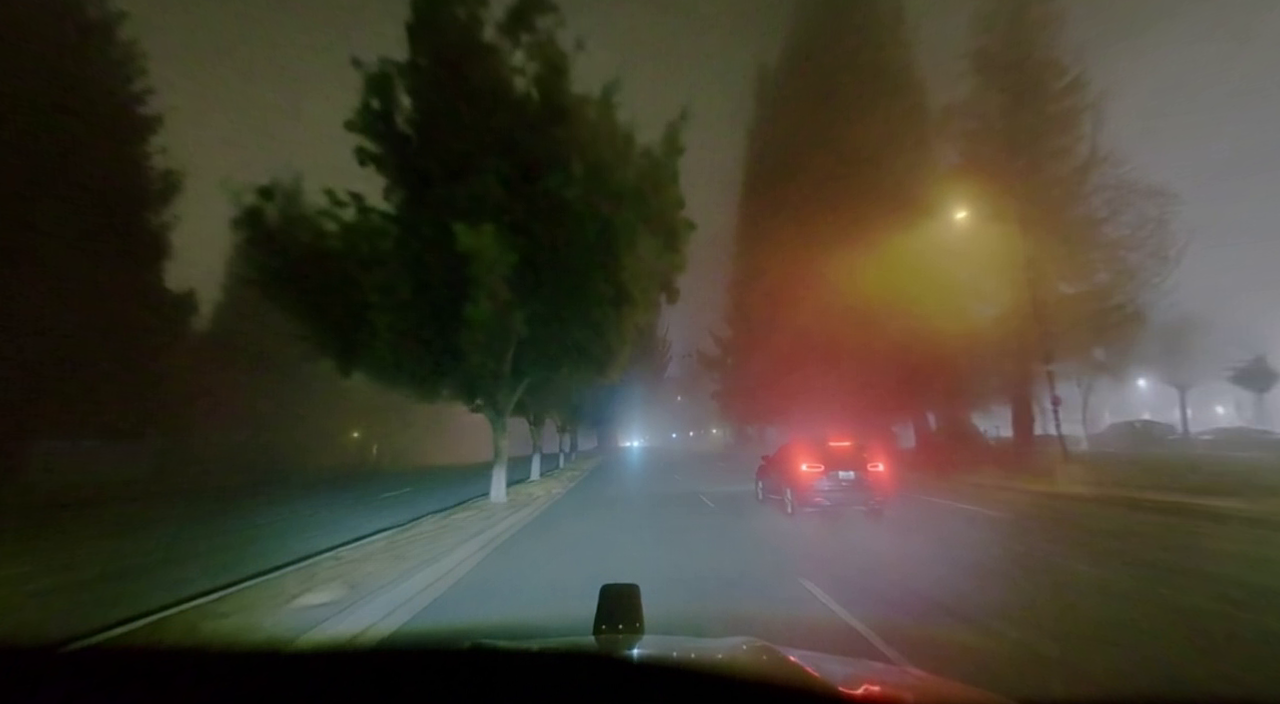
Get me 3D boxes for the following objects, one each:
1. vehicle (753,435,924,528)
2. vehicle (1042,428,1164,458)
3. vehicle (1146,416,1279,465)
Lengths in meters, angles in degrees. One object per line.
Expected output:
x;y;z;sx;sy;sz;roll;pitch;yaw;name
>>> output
3.528;2.370;12.118;1.852;1.453;4.083;0;-9;-2;vehicle
26.301;5.207;36.060;5.085;1.657;2.372;0;-9;0;vehicle
25.801;3.943;28.120;4.733;2.074;2.022;0;-9;-1;vehicle
